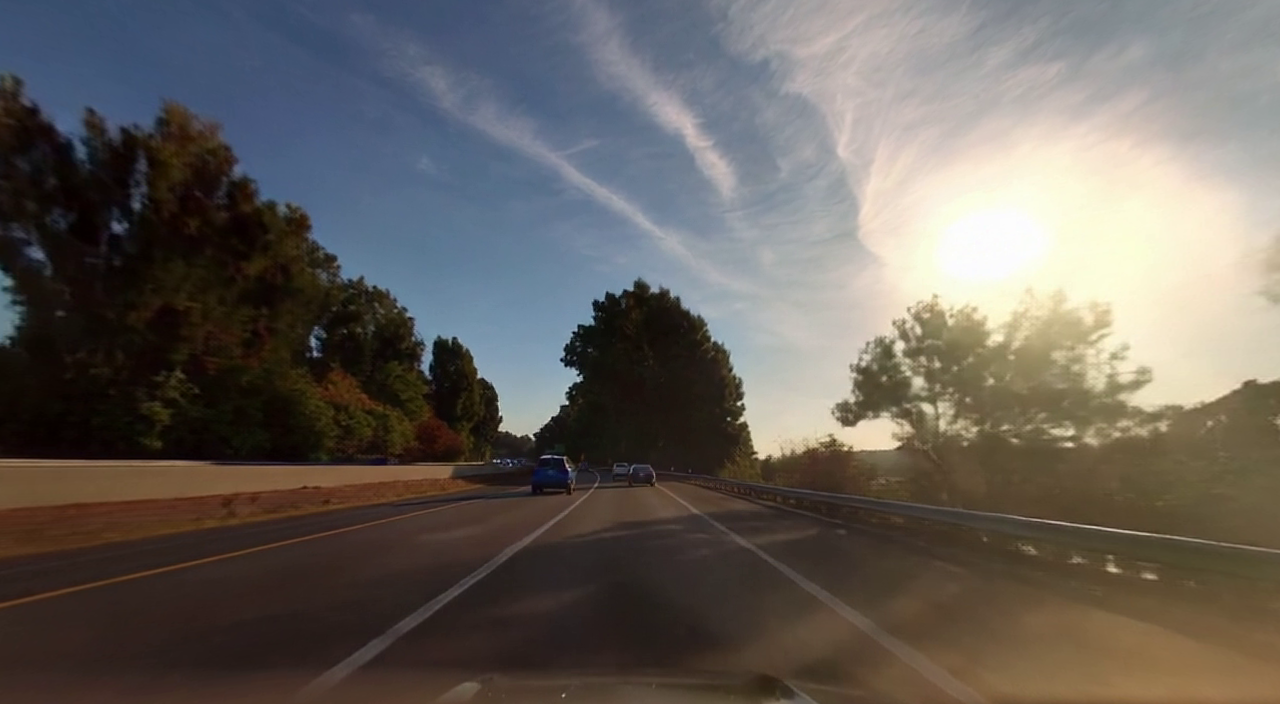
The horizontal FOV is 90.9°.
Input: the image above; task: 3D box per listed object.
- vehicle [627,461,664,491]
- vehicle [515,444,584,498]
[{"bbox_3d":[0.283,6.976,35.419,1.905,1.559,3.491,1,-10,-2],"label":"vehicle"},{"bbox_3d":[-3.825,5.187,27.619,2.237,2.113,4.815,0,-10,1],"label":"vehicle"}]
